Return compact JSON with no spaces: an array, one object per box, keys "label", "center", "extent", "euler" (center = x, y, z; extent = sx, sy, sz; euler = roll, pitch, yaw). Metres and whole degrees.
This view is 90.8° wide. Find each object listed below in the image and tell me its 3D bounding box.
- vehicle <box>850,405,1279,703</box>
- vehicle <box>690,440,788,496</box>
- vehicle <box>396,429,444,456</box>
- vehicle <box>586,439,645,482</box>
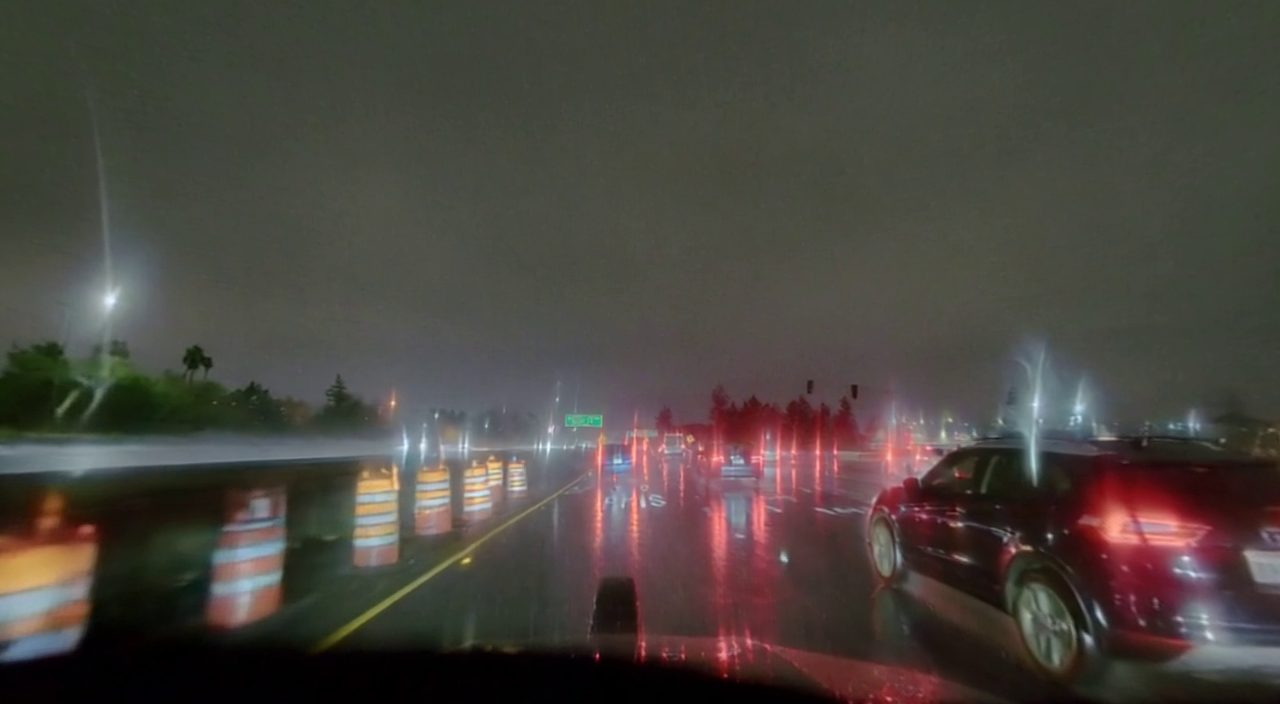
[{"label":"vehicle","center":[3.169,1.219,4.213],"extent":[1.996,1.455,4.281],"euler":[0,-8,-1]},{"label":"vehicle","center":[2.786,3.381,18.853],"extent":[2.042,1.460,4.451],"euler":[0,-8,-2]},{"label":"vehicle","center":[-16.854,6.969,48.606],"extent":[2.113,1.925,4.606],"euler":[0,-8,-1]},{"label":"vehicle","center":[-0.873,4.103,24.126],"extent":[2.069,1.470,4.004],"euler":[0,-8,-1]}]
